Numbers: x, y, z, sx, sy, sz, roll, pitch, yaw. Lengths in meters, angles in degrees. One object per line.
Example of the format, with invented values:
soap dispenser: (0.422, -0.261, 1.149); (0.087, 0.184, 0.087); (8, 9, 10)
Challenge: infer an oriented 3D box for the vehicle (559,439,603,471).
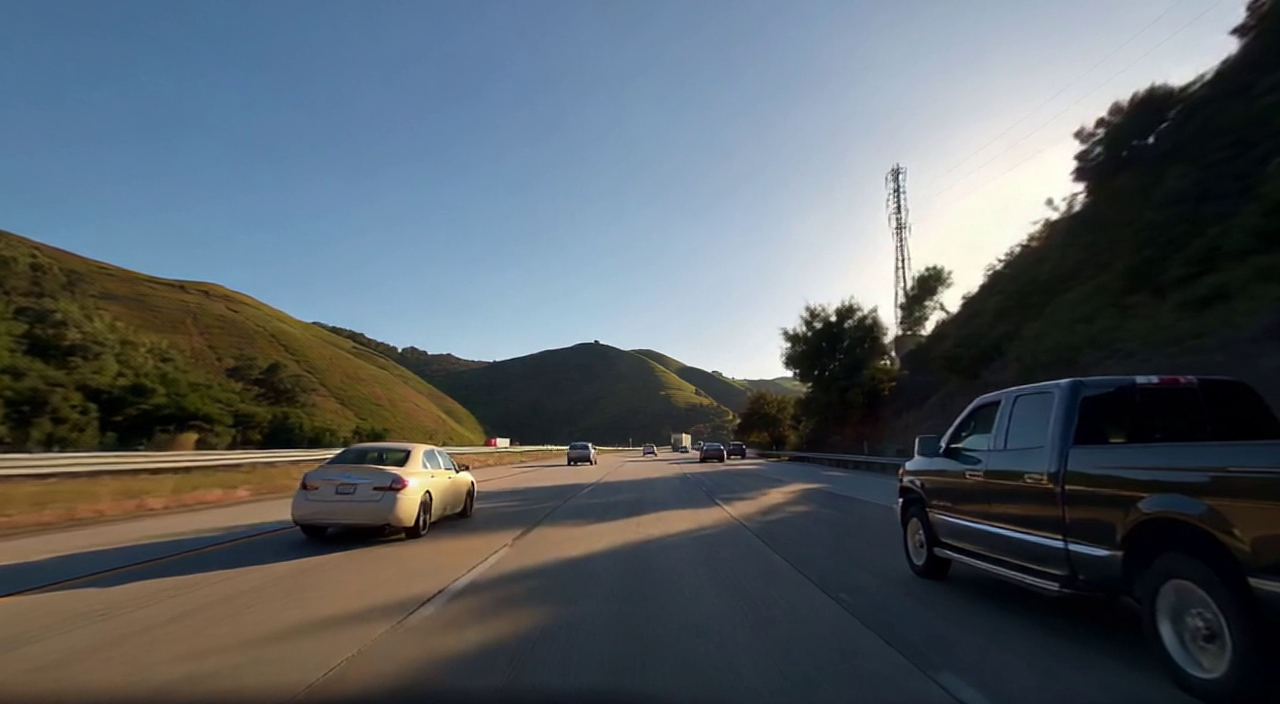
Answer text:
vehicle: (-3.340, 5.920, 36.383); (2.021, 1.679, 4.310); (-1, -9, 2)

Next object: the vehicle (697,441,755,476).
vehicle: (3.884, 4.905, 29.197); (2.046, 1.471, 4.333); (0, -9, 0)

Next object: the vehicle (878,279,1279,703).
vehicle: (3.516, 0.904, 3.846); (2.098, 1.925, 5.171); (0, -9, 0)

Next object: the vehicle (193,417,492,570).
vehicle: (-3.777, 1.883, 9.182); (2.113, 1.636, 4.494); (0, -9, 1)
